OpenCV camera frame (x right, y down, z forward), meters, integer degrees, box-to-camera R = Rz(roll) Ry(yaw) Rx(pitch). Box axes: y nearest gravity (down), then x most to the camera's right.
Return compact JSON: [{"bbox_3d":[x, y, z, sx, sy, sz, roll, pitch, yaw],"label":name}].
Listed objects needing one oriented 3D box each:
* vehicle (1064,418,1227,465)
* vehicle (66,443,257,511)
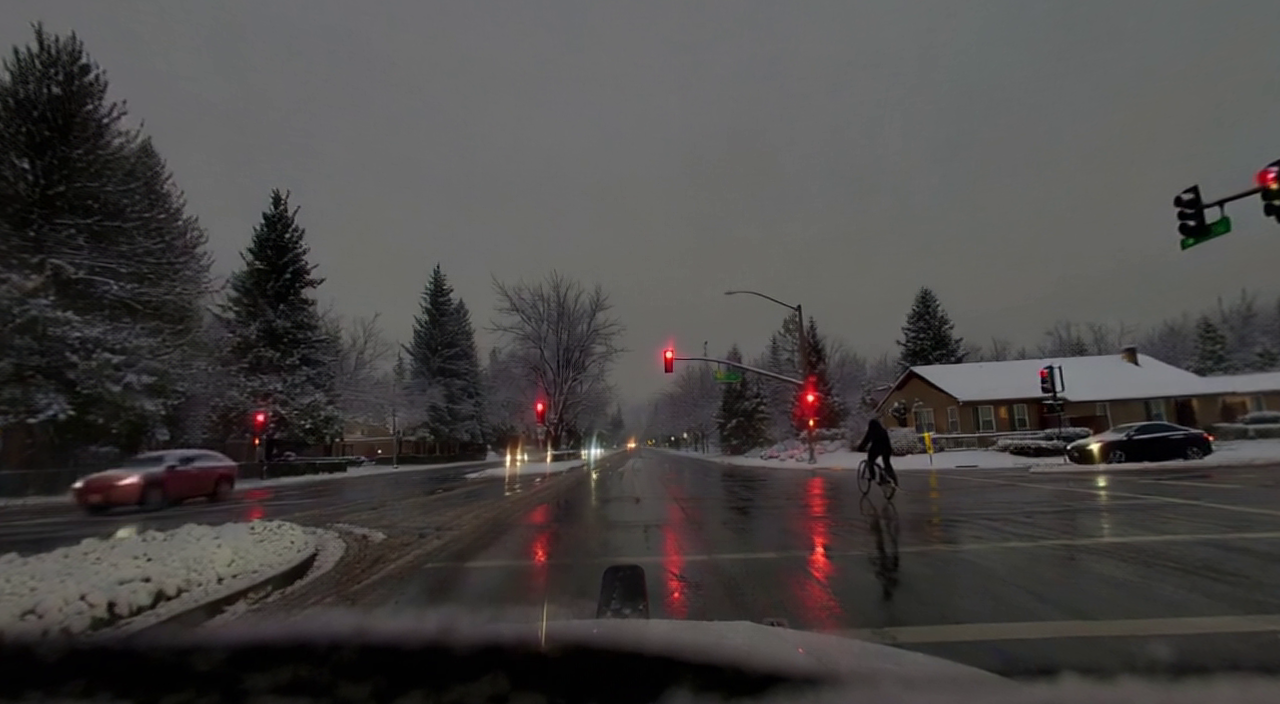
[{"bbox_3d":[17.326,3.096,21.752,3.969,1.493,1.823,0,-9,1],"label":"vehicle"},{"bbox_3d":[-14.139,3.671,19.075,2.148,1.753,4.558,0,-9,0],"label":"vehicle"}]
